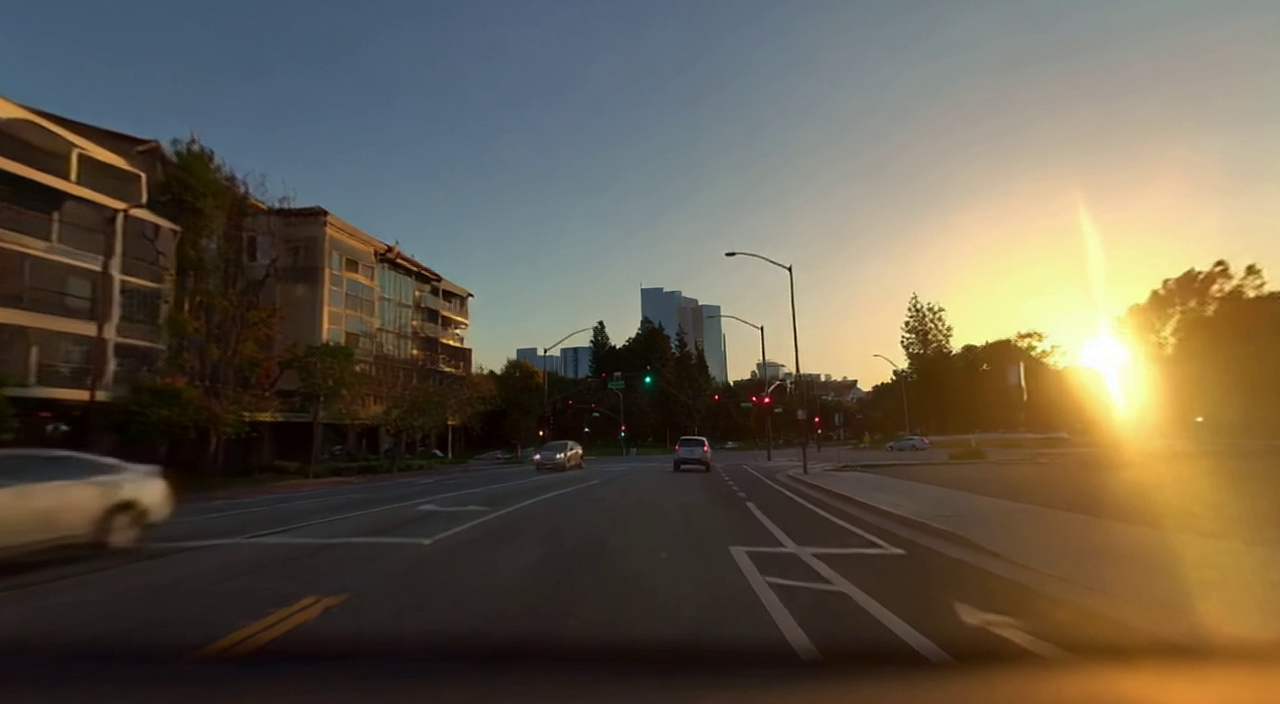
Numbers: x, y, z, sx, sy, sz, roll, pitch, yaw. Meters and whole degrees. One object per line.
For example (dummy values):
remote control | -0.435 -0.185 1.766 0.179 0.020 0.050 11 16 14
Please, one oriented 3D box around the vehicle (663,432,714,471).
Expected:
vehicle | 2.578 5.088 32.516 2.230 1.827 4.298 -1 -8 10

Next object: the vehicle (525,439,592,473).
vehicle | -4.296 5.577 34.318 2.183 1.699 4.974 -2 -8 11

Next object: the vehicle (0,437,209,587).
vehicle | -7.373 1.677 6.846 1.939 1.484 4.645 0 -8 3
